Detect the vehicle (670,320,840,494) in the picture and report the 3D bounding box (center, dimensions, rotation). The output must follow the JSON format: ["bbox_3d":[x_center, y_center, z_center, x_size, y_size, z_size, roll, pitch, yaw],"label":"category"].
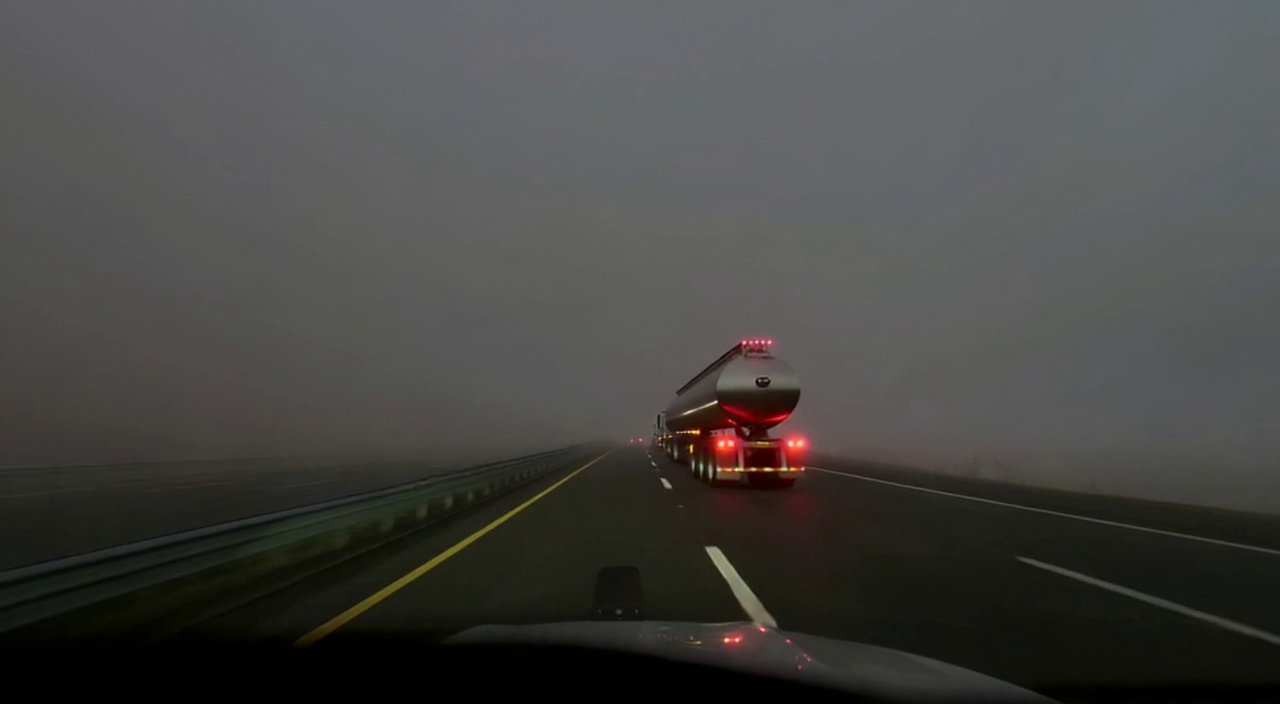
[{"bbox_3d":[2.724,1.925,19.237,2.946,3.745,11.516,0,-8,0],"label":"vehicle"}]
